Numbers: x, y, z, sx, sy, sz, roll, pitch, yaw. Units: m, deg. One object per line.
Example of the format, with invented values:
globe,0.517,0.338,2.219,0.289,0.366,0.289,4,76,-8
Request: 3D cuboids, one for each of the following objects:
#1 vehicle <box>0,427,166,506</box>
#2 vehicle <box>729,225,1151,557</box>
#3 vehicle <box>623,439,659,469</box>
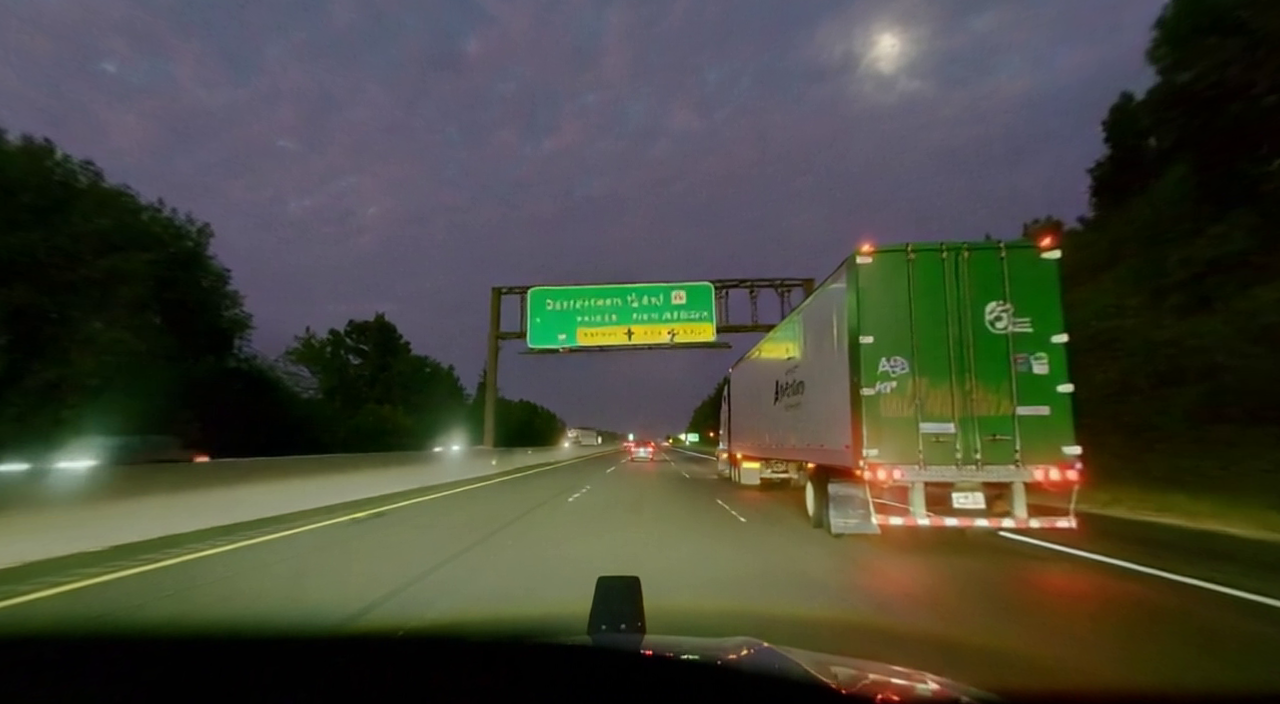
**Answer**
vehicle,-15.295,2.947,16.607,1.894,1.765,4.604,0,-9,1
vehicle,4.504,1.447,14.512,3.011,4.028,13.890,0,-9,0
vehicle,0.065,6.151,38.196,2.067,1.690,3.901,0,-9,0
